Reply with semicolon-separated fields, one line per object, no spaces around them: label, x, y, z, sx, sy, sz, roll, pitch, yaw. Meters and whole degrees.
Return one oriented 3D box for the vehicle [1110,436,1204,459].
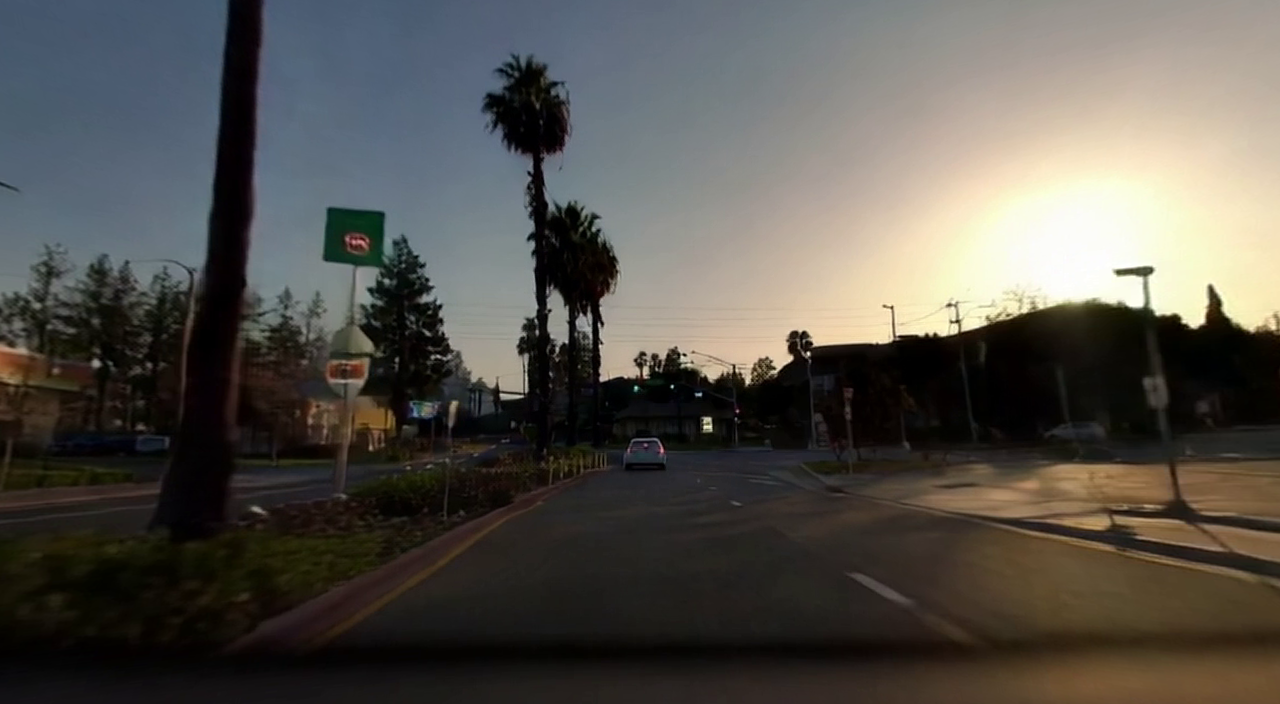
vehicle;34.243;6.327;41.930;4.349;1.460;2.027;-1;-9;4

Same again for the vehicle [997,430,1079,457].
vehicle;28.051;6.444;44.616;4.381;1.892;1.942;0;-7;0

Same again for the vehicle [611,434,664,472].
vehicle;-0.200;4.370;27.685;2.073;1.525;4.809;0;-8;-3

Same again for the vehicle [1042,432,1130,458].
vehicle;29.668;6.197;42.157;4.377;1.633;1.834;0;-8;3

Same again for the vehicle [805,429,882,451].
vehicle;15.746;6.866;49.151;5.317;1.700;1.901;0;-8;1

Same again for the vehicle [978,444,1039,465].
vehicle;28.586;7.965;49.032;3.685;1.459;1.685;0;-5;1
